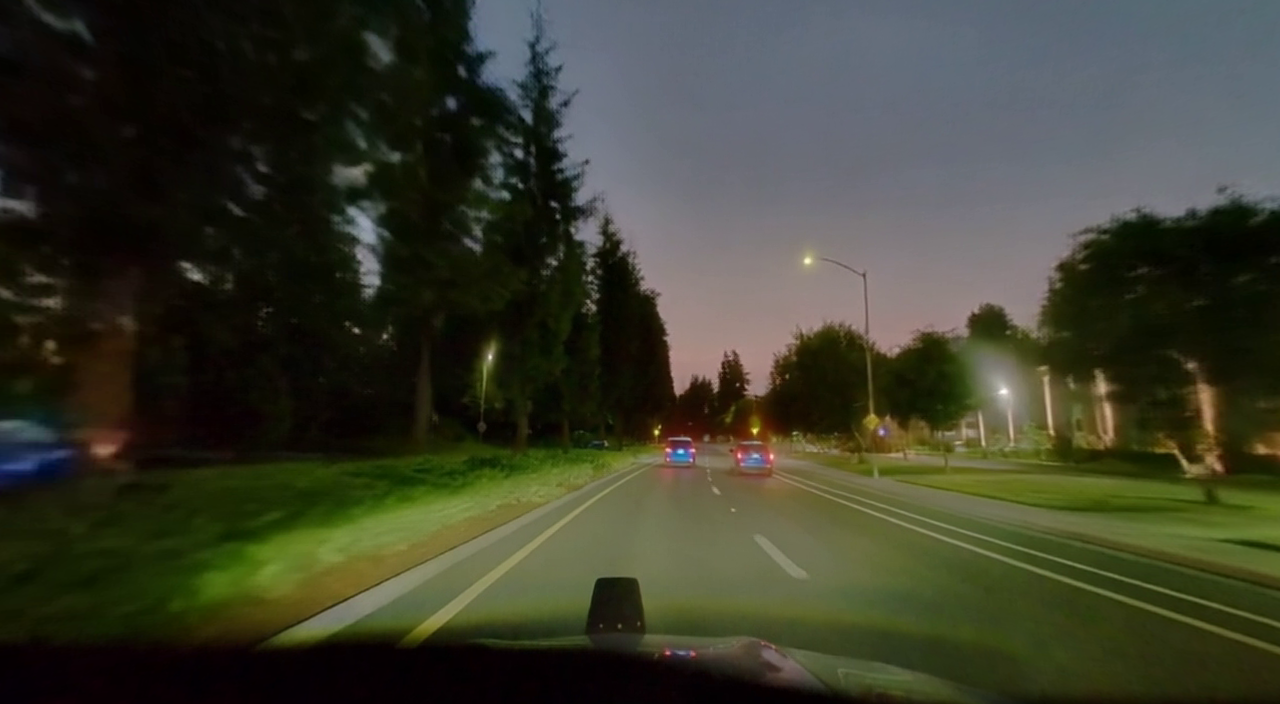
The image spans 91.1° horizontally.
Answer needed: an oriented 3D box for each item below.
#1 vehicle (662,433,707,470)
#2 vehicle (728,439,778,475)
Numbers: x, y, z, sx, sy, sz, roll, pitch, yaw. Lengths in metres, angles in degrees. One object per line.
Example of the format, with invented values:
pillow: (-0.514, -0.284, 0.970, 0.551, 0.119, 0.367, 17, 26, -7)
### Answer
vehicle: (2.372, 5.295, 33.477, 2.251, 1.822, 4.391, -1, -9, 4)
vehicle: (5.600, 5.271, 31.641, 1.971, 1.663, 4.287, 0, -9, 3)
